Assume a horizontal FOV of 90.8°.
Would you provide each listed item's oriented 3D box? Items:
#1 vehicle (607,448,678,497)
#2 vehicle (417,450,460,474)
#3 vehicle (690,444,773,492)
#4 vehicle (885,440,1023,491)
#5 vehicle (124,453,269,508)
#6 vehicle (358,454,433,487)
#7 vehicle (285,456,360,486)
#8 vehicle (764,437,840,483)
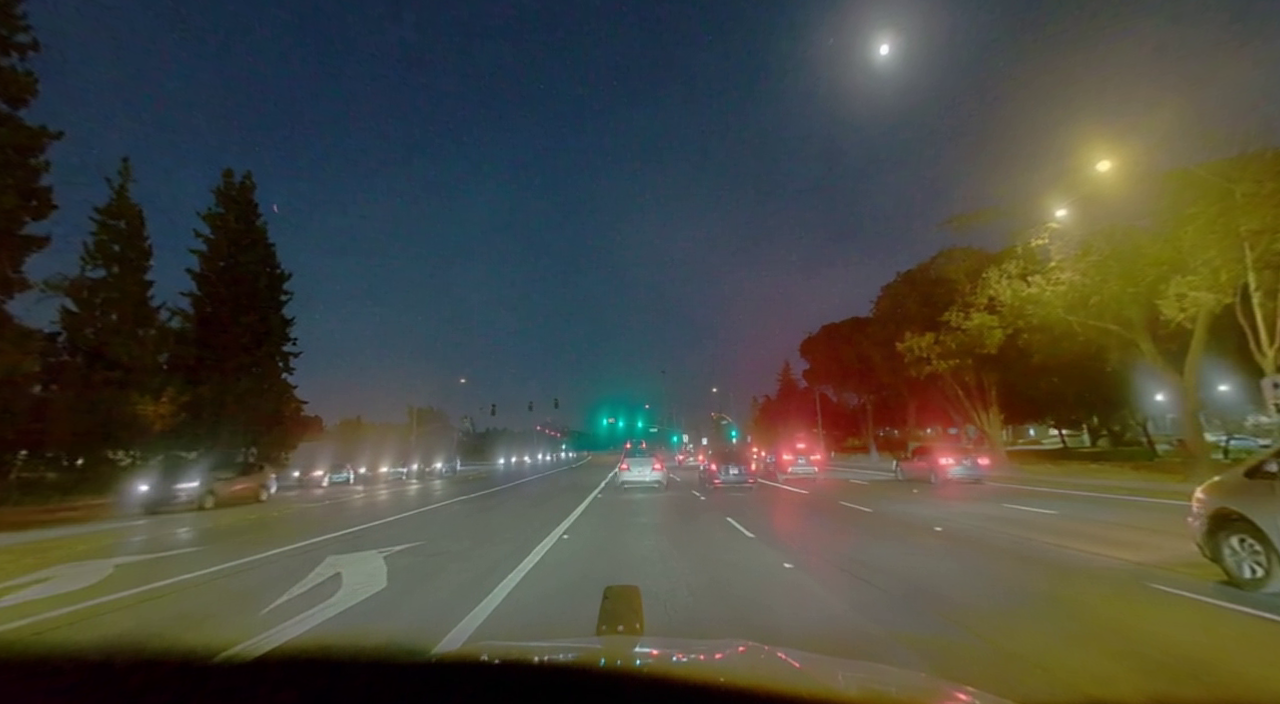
[{"bbox_3d":[0.010,3.690,19.774,1.990,1.347,4.067,0,-8,-1],"label":"vehicle"},{"bbox_3d":[-15.806,8.611,49.769,1.935,1.736,4.531,0,-8,0],"label":"vehicle"},{"bbox_3d":[2.983,3.907,21.818,1.970,1.445,4.974,0,-8,-2],"label":"vehicle"},{"bbox_3d":[10.281,3.754,21.281,1.890,1.488,5.113,0,-8,-2],"label":"vehicle"},{"bbox_3d":[-15.759,4.548,22.805,1.908,1.703,4.547,0,-8,0],"label":"vehicle"},{"bbox_3d":[-12.107,5.863,31.637,1.896,1.484,4.473,0,-8,1],"label":"vehicle"},{"bbox_3d":[-19.107,7.137,38.303,1.992,1.607,4.965,0,-8,0],"label":"vehicle"},{"bbox_3d":[6.445,4.347,25.631,1.931,1.685,4.054,0,-8,-1],"label":"vehicle"}]
